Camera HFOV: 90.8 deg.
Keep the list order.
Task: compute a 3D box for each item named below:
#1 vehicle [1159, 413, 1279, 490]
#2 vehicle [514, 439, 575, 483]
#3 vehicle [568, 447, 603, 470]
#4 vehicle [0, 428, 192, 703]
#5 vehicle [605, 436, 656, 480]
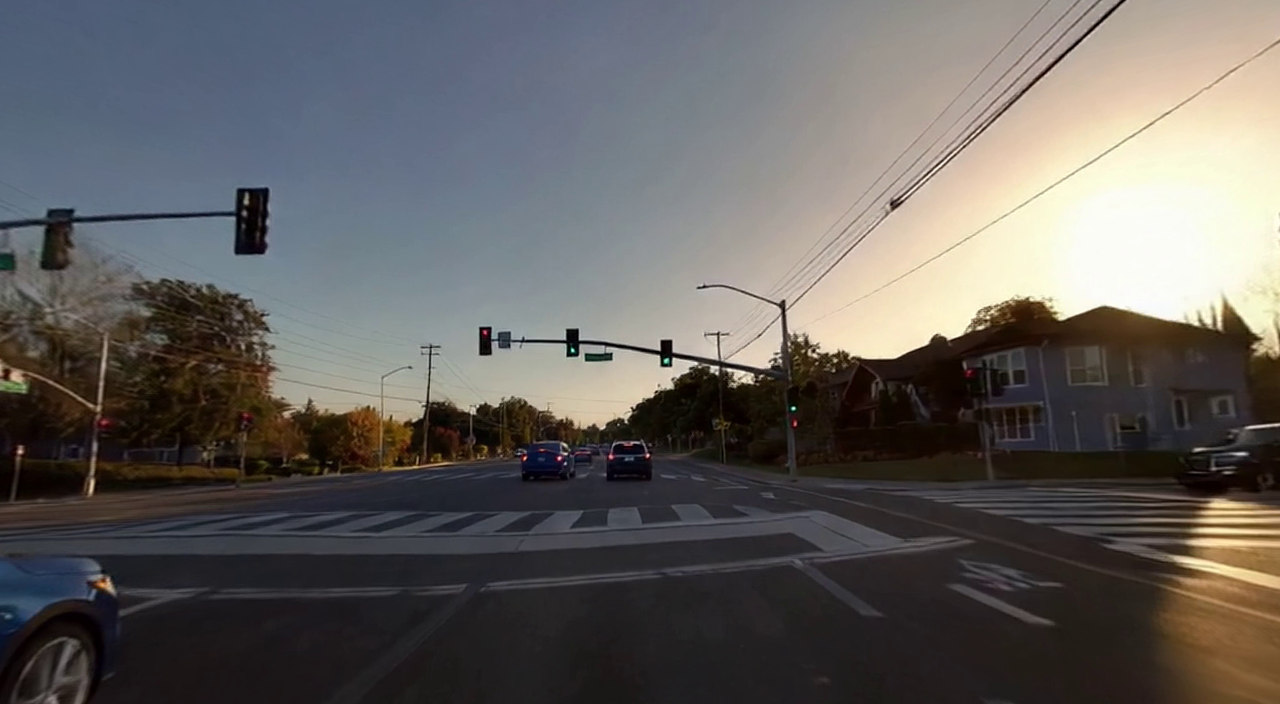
[{"bbox_3d":[18.320,2.733,17.424,5.652,1.990,2.190,-2,-9,13],"label":"vehicle"},{"bbox_3d":[-3.902,4.515,26.507,1.899,1.685,4.121,0,-8,1],"label":"vehicle"},{"bbox_3d":[-3.646,7.170,42.650,1.863,1.449,4.153,0,-8,2],"label":"vehicle"},{"bbox_3d":[-3.305,0.800,1.038,1.901,1.409,4.442,0,-8,0],"label":"vehicle"},{"bbox_3d":[-0.415,4.798,28.904,2.155,1.836,4.250,0,-8,0],"label":"vehicle"}]
